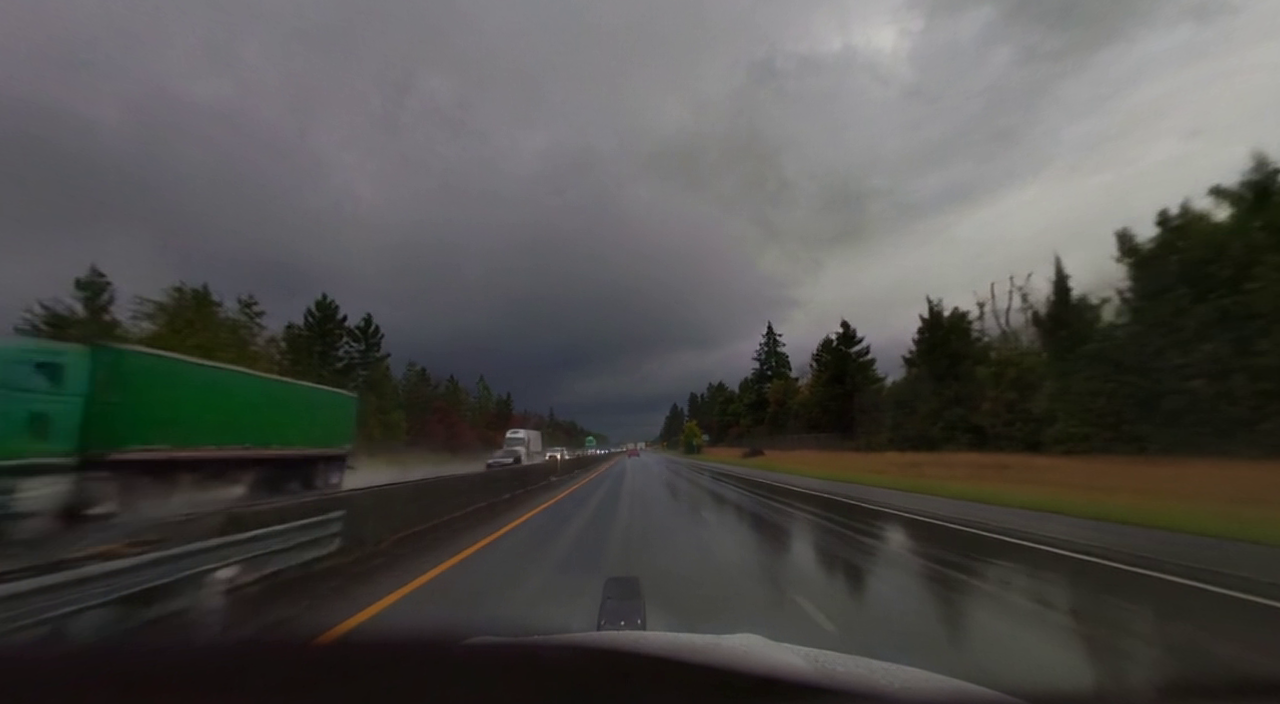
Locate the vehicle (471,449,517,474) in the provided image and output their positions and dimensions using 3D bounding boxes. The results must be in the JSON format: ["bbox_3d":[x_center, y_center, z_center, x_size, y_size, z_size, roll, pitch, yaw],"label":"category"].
[{"bbox_3d":[-9.526,7.169,41.509,2.010,1.530,4.354,0,-9,-1],"label":"vehicle"}]

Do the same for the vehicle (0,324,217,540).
[{"bbox_3d":[-13.374,1.908,14.529,3.016,4.009,5.868,0,-9,-1],"label":"vehicle"}]
